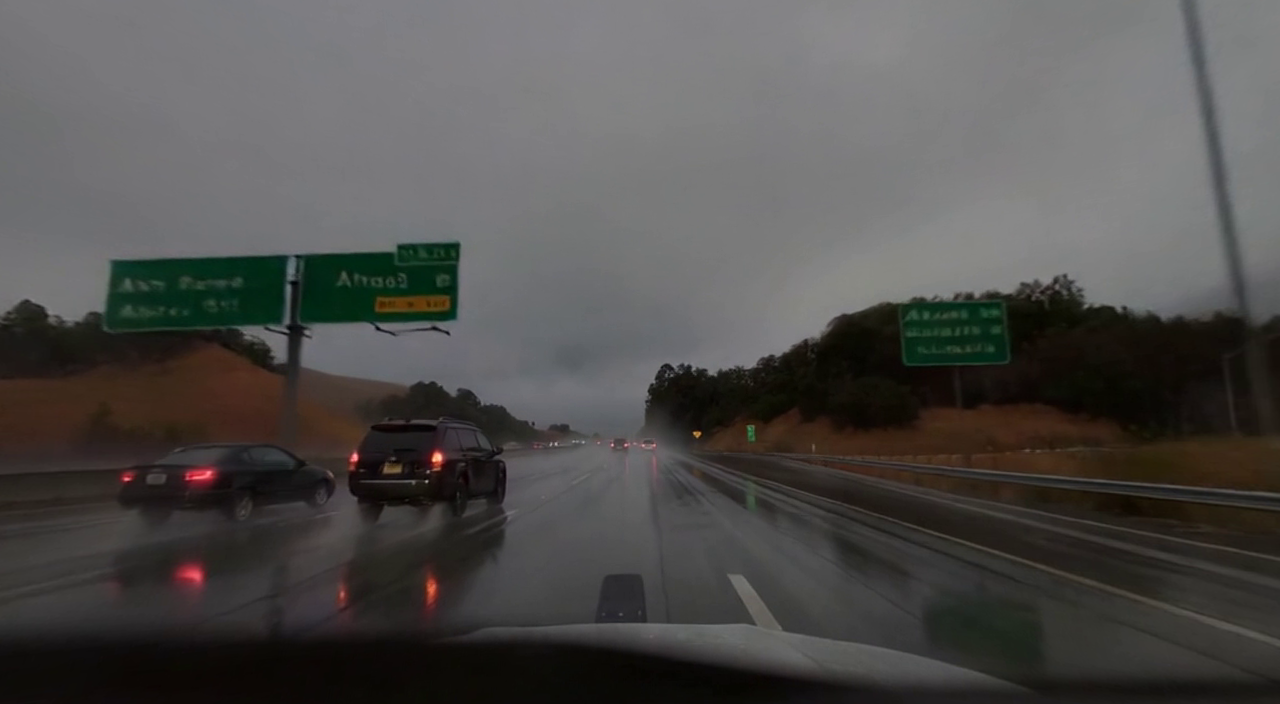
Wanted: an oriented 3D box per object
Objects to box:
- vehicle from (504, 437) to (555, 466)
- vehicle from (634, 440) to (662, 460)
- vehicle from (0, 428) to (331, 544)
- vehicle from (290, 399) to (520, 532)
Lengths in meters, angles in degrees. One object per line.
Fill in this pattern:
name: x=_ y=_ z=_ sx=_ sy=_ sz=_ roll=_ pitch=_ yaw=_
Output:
vehicle: x=-6.632 y=6.031 z=38.338 sx=2.069 sy=1.636 sz=4.483 roll=0 pitch=-9 yaw=2
vehicle: x=0.628 y=7.756 z=49.894 sx=2.125 sy=1.539 sz=4.356 roll=0 pitch=-9 yaw=1
vehicle: x=-7.604 y=2.133 z=10.789 sx=1.984 sy=1.508 sz=4.935 roll=0 pitch=-9 yaw=2
vehicle: x=-3.960 y=2.050 z=11.840 sx=2.219 sy=1.947 sz=4.924 roll=0 pitch=-9 yaw=2
